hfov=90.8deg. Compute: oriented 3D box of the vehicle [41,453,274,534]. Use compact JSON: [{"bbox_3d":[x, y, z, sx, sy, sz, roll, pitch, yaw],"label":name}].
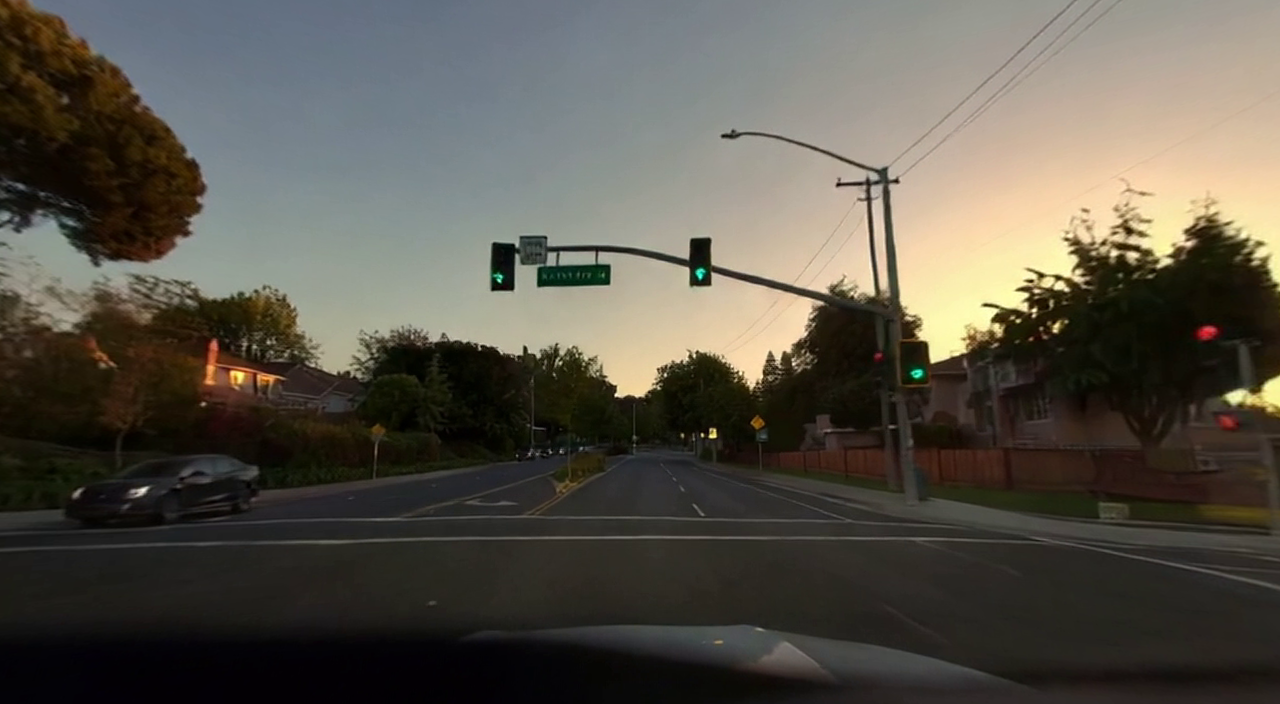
[{"bbox_3d":[-10.551,3.066,14.341,1.983,1.482,4.190,0,-9,0],"label":"vehicle"}]
